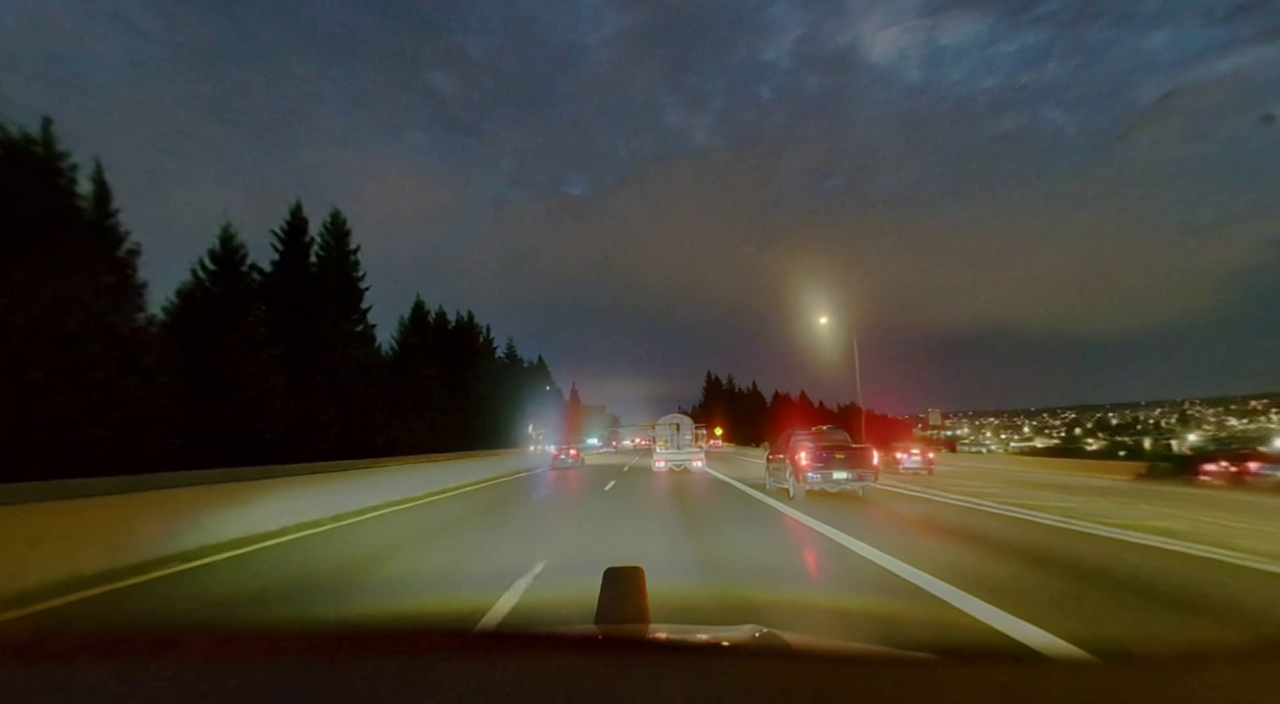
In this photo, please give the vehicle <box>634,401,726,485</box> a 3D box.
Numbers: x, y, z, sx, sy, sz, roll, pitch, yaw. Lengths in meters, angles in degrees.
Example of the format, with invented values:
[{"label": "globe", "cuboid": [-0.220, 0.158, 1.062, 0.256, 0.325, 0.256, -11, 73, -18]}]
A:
[{"label": "vehicle", "cuboid": [1.130, 3.101, 21.566, 2.677, 2.439, 6.402, 0, -8, 0]}]
